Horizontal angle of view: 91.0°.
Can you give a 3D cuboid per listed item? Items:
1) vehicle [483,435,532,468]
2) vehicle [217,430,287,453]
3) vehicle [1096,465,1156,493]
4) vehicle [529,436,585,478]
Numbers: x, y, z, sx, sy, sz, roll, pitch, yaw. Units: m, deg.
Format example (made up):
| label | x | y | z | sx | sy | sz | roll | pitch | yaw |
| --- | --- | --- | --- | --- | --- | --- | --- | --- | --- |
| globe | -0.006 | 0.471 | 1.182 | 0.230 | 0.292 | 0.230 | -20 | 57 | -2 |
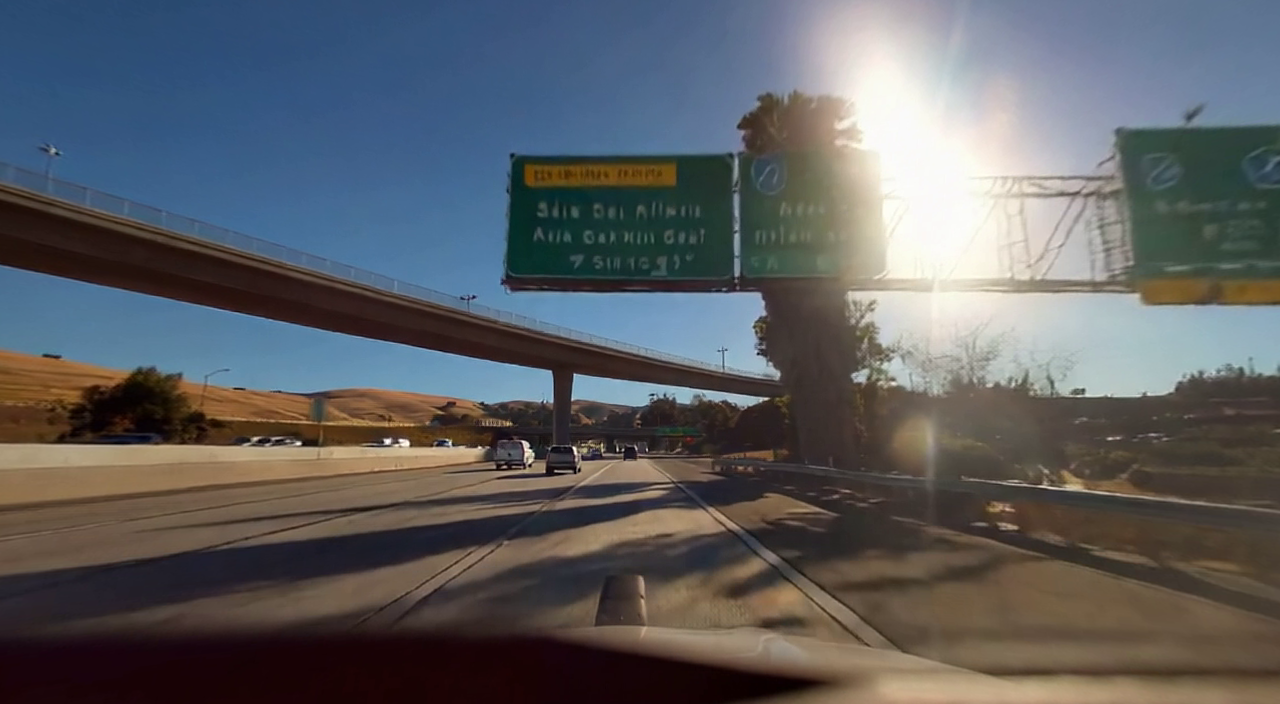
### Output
| label | x | y | z | sx | sy | sz | roll | pitch | yaw |
| --- | --- | --- | --- | --- | --- | --- | --- | --- | --- |
| vehicle | -8.366 | 6.351 | 40.245 | 2.132 | 1.984 | 4.639 | 0 | -9 | -1 |
| vehicle | -30.493 | 7.102 | 49.711 | 1.941 | 1.677 | 5.525 | 0 | -9 | 0 |
| vehicle | 31.150 | 8.100 | 40.479 | 1.944 | 1.528 | 4.123 | -4 | -9 | 22 |
| vehicle | -4.008 | 5.171 | 31.275 | 2.144 | 1.847 | 4.850 | 0 | -9 | 0 |
